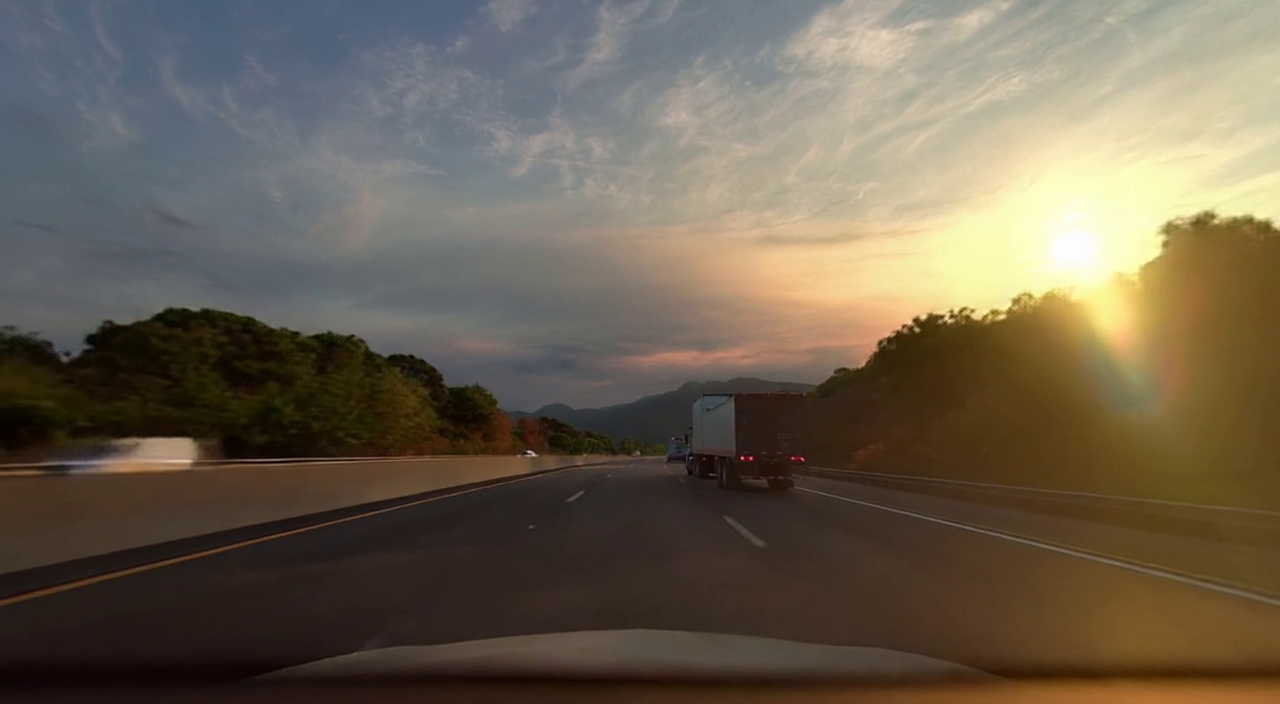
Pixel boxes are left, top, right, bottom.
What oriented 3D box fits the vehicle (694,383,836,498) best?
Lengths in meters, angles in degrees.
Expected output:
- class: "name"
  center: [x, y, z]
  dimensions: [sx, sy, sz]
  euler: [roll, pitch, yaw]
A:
- class: "vehicle"
  center: [4.340, 3.744, 25.953]
  dimensions: [2.868, 3.427, 14.032]
  euler: [0, -9, -1]
